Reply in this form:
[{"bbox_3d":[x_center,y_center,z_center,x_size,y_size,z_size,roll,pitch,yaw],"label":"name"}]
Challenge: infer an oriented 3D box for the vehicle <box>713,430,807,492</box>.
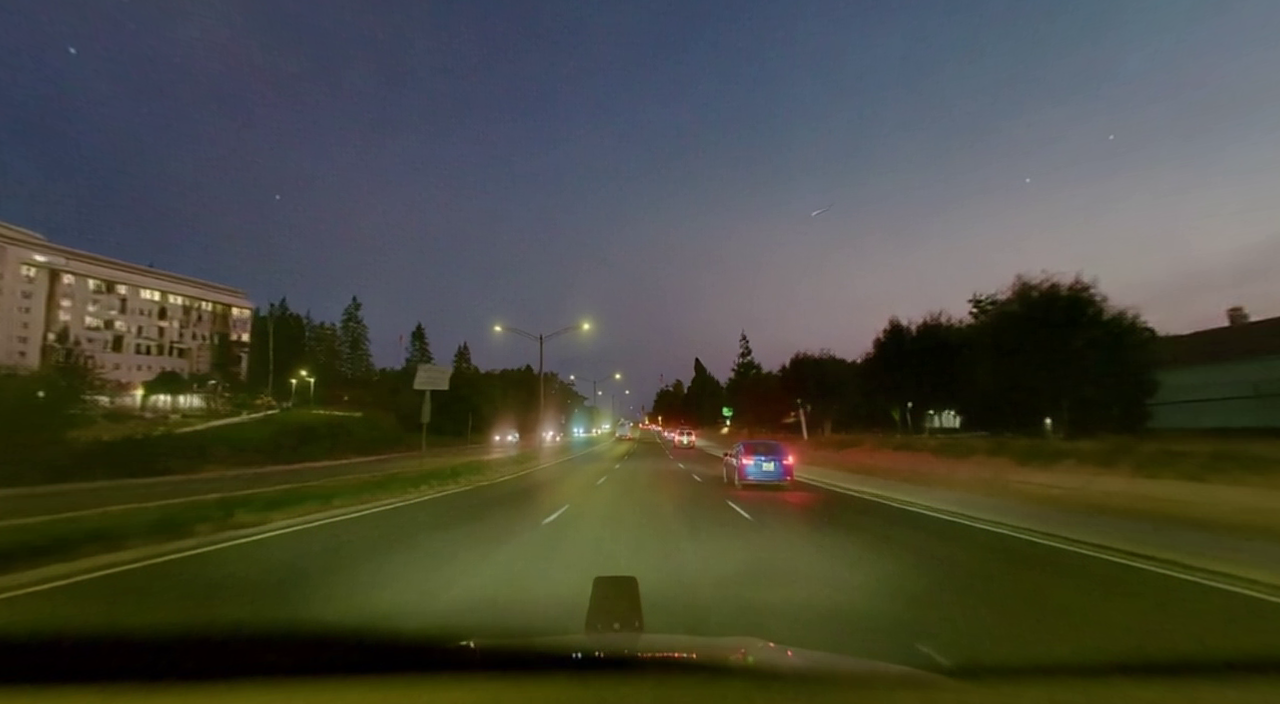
[{"bbox_3d":[3.639,3.406,20.020,2.110,1.712,4.489,0,-9,0],"label":"vehicle"}]
